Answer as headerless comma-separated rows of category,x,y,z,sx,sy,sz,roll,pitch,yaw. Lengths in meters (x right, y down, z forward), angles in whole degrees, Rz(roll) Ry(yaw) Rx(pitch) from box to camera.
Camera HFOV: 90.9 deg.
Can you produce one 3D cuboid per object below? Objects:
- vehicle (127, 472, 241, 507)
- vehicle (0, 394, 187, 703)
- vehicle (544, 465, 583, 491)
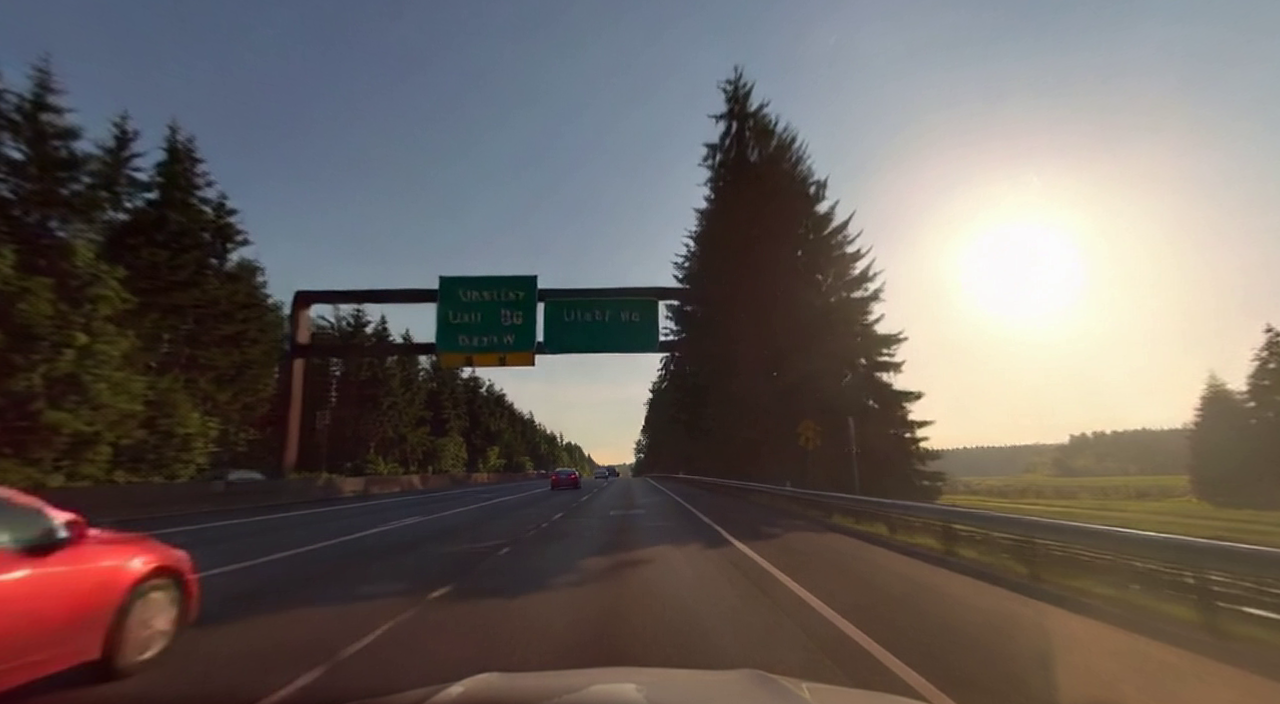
vehicle,-20.589,6.212,28.743,1.754,1.417,4.619,1,-11,0
vehicle,-4.058,0.780,1.685,2.117,1.635,4.750,1,-10,0
vehicle,-4.754,7.920,39.692,1.995,1.467,4.467,1,-10,-1
